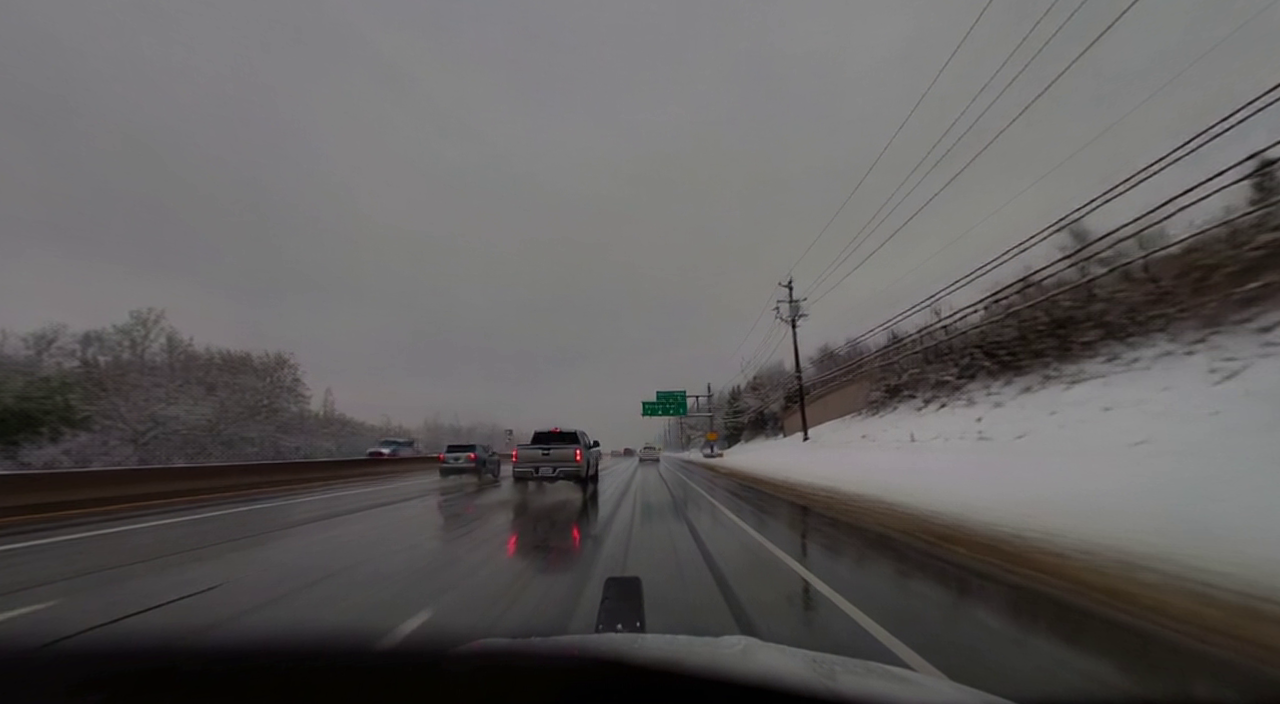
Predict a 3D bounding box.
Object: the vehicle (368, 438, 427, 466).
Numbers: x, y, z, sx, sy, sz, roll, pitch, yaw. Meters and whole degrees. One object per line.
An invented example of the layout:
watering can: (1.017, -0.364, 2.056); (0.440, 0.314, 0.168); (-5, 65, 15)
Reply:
vehicle: (-16.490, 6.809, 43.087); (2.166, 1.769, 4.617); (0, -9, 0)

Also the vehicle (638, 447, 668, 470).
vehicle: (0.851, 7.445, 44.295); (2.025, 1.485, 4.310); (0, -9, 0)

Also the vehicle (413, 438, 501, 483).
vehicle: (-7.458, 4.474, 26.270); (2.143, 1.688, 4.776); (0, -9, 1)

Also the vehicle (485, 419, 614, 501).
vehicle: (-2.446, 3.231, 19.309); (2.972, 2.087, 6.126); (0, -9, 1)
